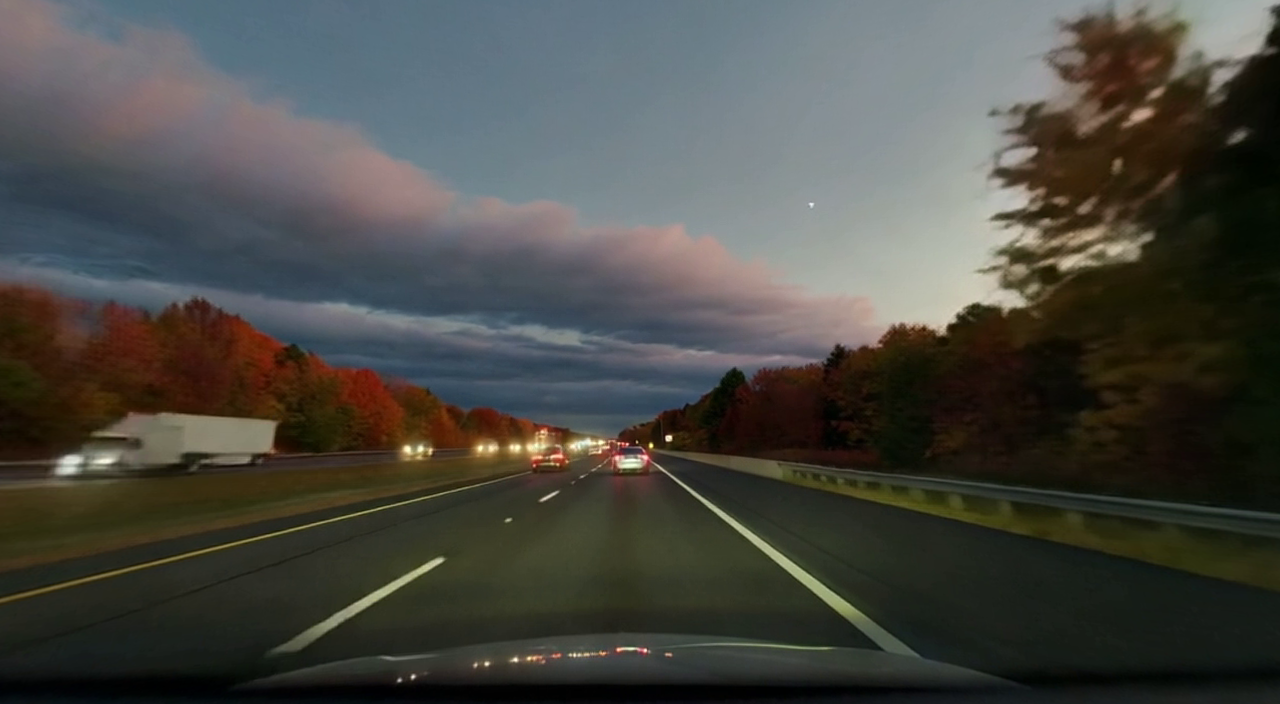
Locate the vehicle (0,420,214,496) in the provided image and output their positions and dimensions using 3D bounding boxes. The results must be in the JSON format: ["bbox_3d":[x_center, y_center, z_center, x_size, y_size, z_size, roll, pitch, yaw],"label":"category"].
[{"bbox_3d":[-13.313,2.626,15.709,2.003,1.594,4.599,-1,-9,0],"label":"vehicle"}]

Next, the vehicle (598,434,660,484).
[{"bbox_3d":[-0.386,3.988,23.566,2.115,1.661,4.049,0,-9,0],"label":"vehicle"}]

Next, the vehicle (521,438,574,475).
[{"bbox_3d":[-4.609,5.301,31.916,1.974,1.688,4.727,-1,-9,0],"label":"vehicle"}]
